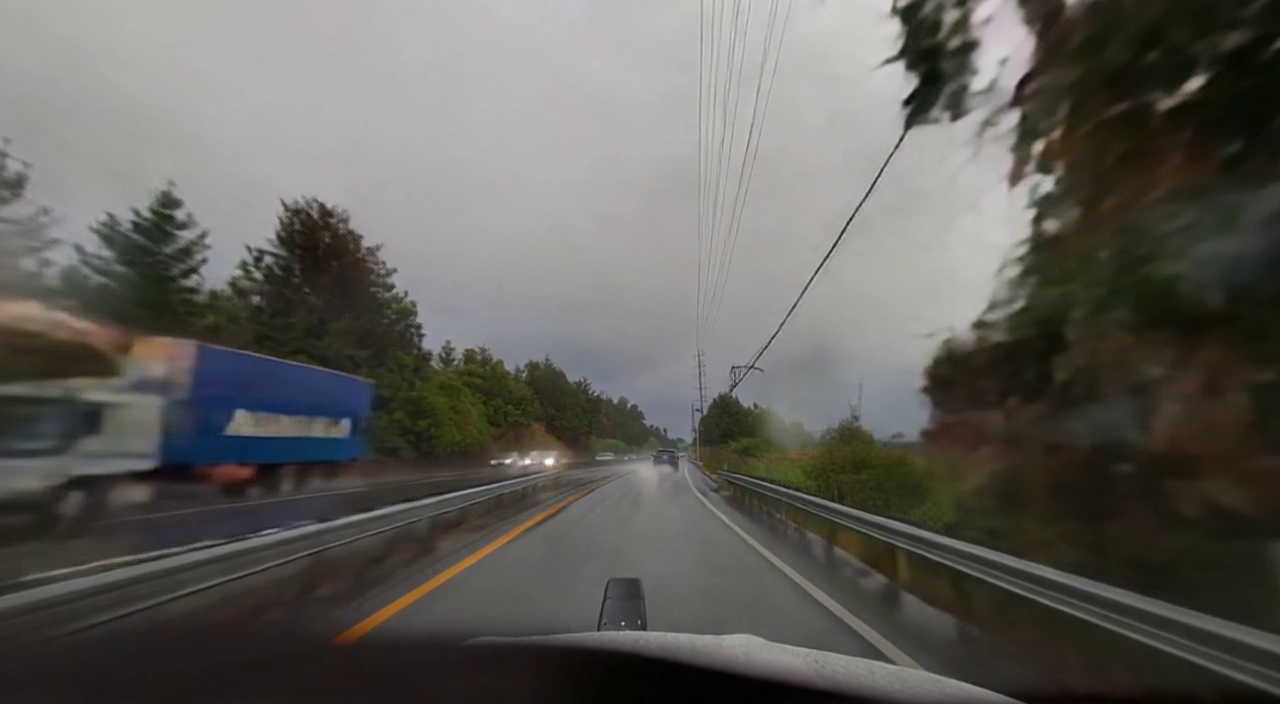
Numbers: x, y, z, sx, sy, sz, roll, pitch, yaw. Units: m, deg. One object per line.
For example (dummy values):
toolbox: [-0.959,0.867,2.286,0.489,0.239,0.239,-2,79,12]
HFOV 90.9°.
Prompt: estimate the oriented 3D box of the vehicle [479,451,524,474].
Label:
vehicle: [-9.022,7.228,41.378,1.910,1.470,3.797,-1,-9,4]

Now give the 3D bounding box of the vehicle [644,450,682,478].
vehicle: [1.348,6.517,36.859,2.080,1.486,3.813,0,-9,2]

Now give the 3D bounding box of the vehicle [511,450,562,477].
vehicle: [-5.987,6.509,36.958,2.034,1.492,4.319,-1,-9,3]

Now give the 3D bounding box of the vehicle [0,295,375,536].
vehicle: [-10.668,1.825,15.371,3.005,3.782,10.956,-1,-9,3]
